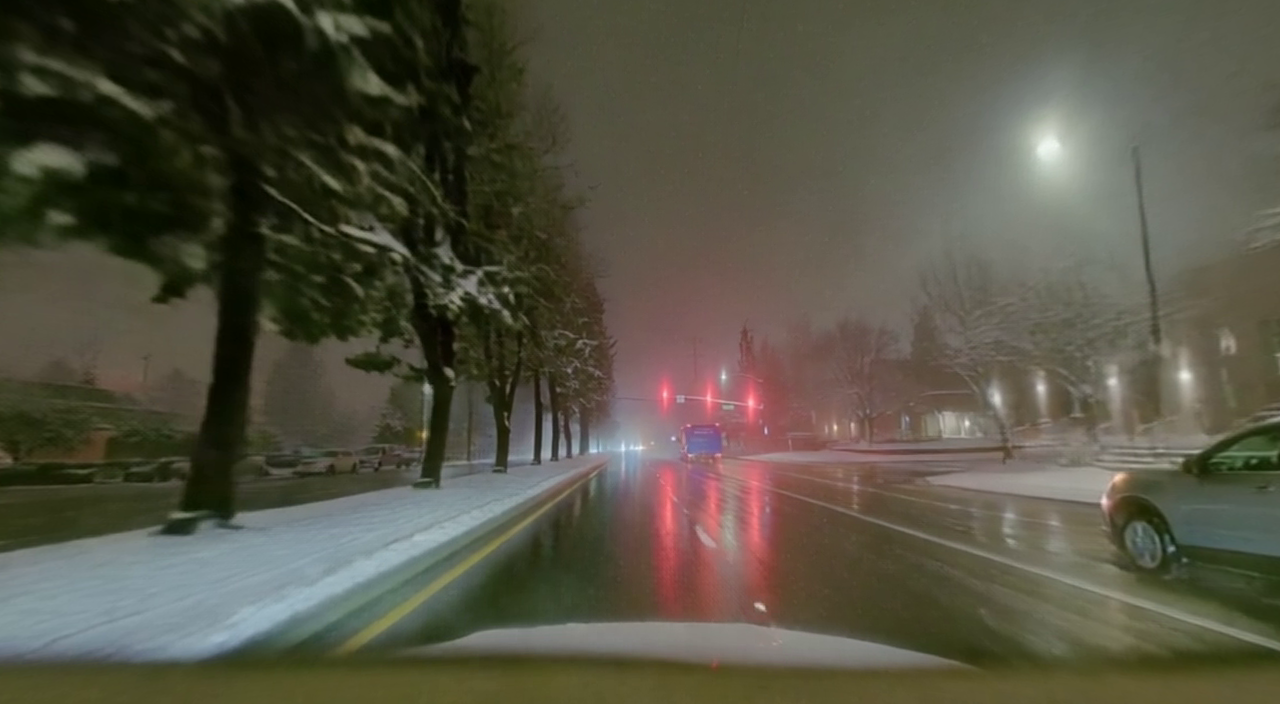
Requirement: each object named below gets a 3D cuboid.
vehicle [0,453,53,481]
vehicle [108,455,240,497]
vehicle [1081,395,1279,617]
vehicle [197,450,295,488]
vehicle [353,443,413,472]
[{"bbox_3d":[-41.615,7.485,41.186,4.562,1.756,2.075,0,-9,1],"label":"vehicle"},{"bbox_3d":[-19.149,5.096,26.283,2.048,1.493,4.588,0,-8,-1],"label":"vehicle"},{"bbox_3d":[6.120,1.202,4.895,2.012,1.754,4.635,0,-8,0],"label":"vehicle"},{"bbox_3d":[-19.607,5.806,31.709,1.985,1.667,4.622,0,-8,-1],"label":"vehicle"},{"bbox_3d":[-19.701,8.081,48.749,2.281,2.035,5.418,0,-8,1],"label":"vehicle"}]
